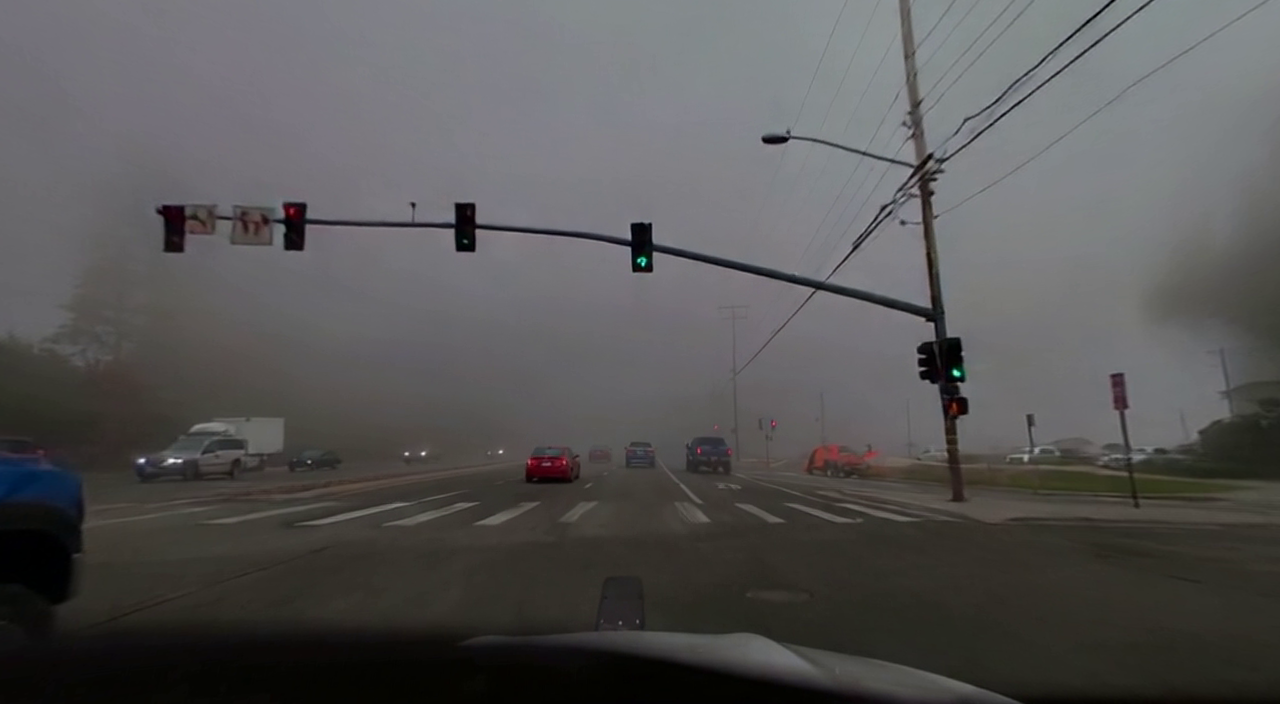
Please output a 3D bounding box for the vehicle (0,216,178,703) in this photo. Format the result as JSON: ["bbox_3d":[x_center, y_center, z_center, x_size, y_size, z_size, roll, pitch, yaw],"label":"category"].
[{"bbox_3d":[-3.745,0.248,0.308,2.402,2.194,6.051,0,-8,0],"label":"vehicle"}]

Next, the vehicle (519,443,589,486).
[{"bbox_3d":[-3.174,4.247,24.200,1.939,1.494,4.499,0,-8,1],"label":"vehicle"}]

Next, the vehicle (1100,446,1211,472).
[{"bbox_3d":[30.836,6.384,37.924,1.868,1.447,4.690,5,-10,-29],"label":"vehicle"}]

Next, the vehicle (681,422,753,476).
[{"bbox_3d":[4.014,5.284,34.468,2.905,2.636,6.895,0,-9,-1],"label":"vehicle"}]

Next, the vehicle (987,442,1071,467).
[{"bbox_3d":[27.430,7.214,44.704,2.012,1.701,4.524,5,-10,-31],"label":"vehicle"}]

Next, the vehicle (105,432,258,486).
[{"bbox_3d":[-17.806,4.170,24.987,2.000,1.894,5.301,0,-8,1],"label":"vehicle"}]

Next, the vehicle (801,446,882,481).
[{"bbox_3d":[10.090,5.590,32.000,2.010,1.633,4.246,2,-9,-11],"label":"vehicle"}]

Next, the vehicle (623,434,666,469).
[{"bbox_3d":[0.291,6.573,41.908,2.643,2.145,5.585,0,-8,0],"label":"vehicle"}]

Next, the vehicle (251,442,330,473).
[{"bbox_3d":[-20.974,6.357,38.173,2.129,1.668,4.614,-1,-9,0],"label":"vehicle"}]
